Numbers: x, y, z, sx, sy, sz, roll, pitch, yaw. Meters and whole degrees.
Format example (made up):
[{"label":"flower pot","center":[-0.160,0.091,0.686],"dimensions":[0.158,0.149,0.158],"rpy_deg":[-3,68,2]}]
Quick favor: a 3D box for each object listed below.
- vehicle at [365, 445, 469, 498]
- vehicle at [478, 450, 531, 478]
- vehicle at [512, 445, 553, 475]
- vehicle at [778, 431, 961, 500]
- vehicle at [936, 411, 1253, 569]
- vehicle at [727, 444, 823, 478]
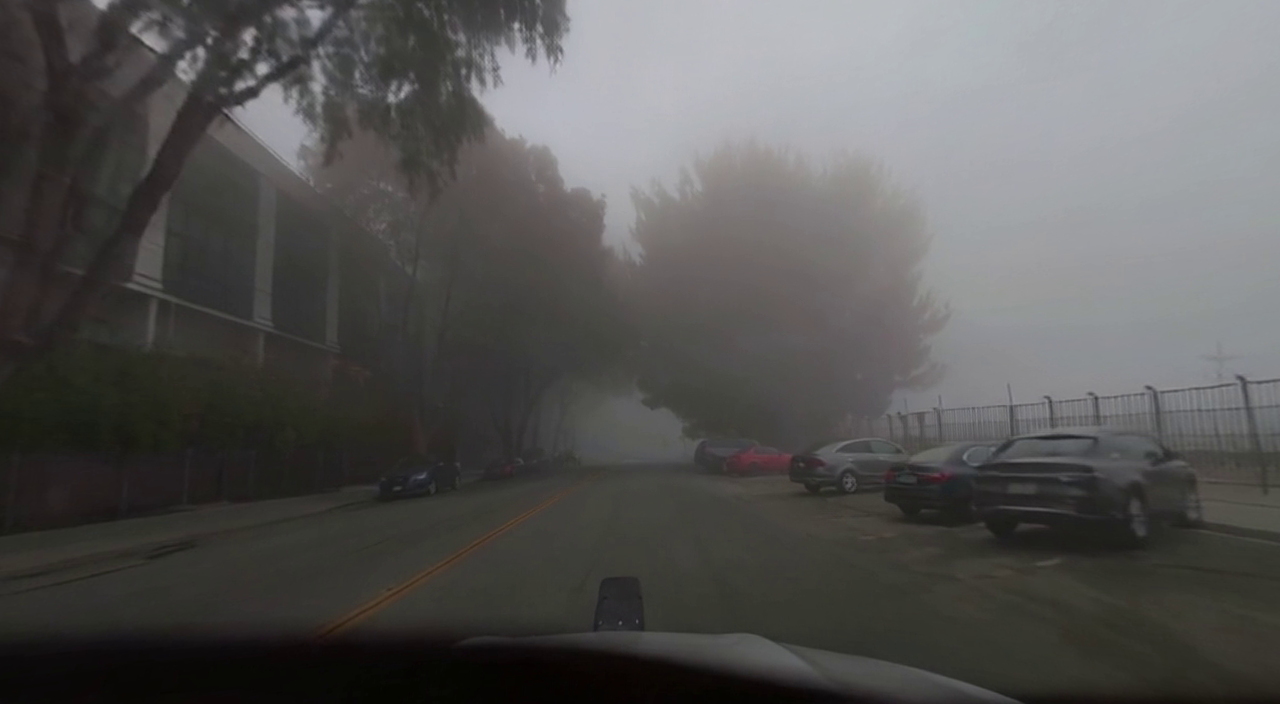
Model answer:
[{"label":"vehicle","center":[-7.867,4.229,22.809],"dimensions":[2.172,1.707,4.273],"rpy_deg":[0,-8,0]},{"label":"vehicle","center":[-7.916,6.576,37.301],"dimensions":[1.911,1.497,4.738],"rpy_deg":[0,-8,2]},{"label":"vehicle","center":[-7.455,7.526,44.263],"dimensions":[1.957,1.693,4.588],"rpy_deg":[-2,-6,1]},{"label":"vehicle","center":[6.637,3.221,18.262],"dimensions":[4.858,1.758,2.021],"rpy_deg":[4,-9,-25]},{"label":"vehicle","center":[6.355,1.772,8.809],"dimensions":[3.954,1.666,2.213],"rpy_deg":[6,-10,-33]},{"label":"vehicle","center":[6.518,5.224,30.524],"dimensions":[4.265,1.510,1.915],"rpy_deg":[5,-10,-28]}]
